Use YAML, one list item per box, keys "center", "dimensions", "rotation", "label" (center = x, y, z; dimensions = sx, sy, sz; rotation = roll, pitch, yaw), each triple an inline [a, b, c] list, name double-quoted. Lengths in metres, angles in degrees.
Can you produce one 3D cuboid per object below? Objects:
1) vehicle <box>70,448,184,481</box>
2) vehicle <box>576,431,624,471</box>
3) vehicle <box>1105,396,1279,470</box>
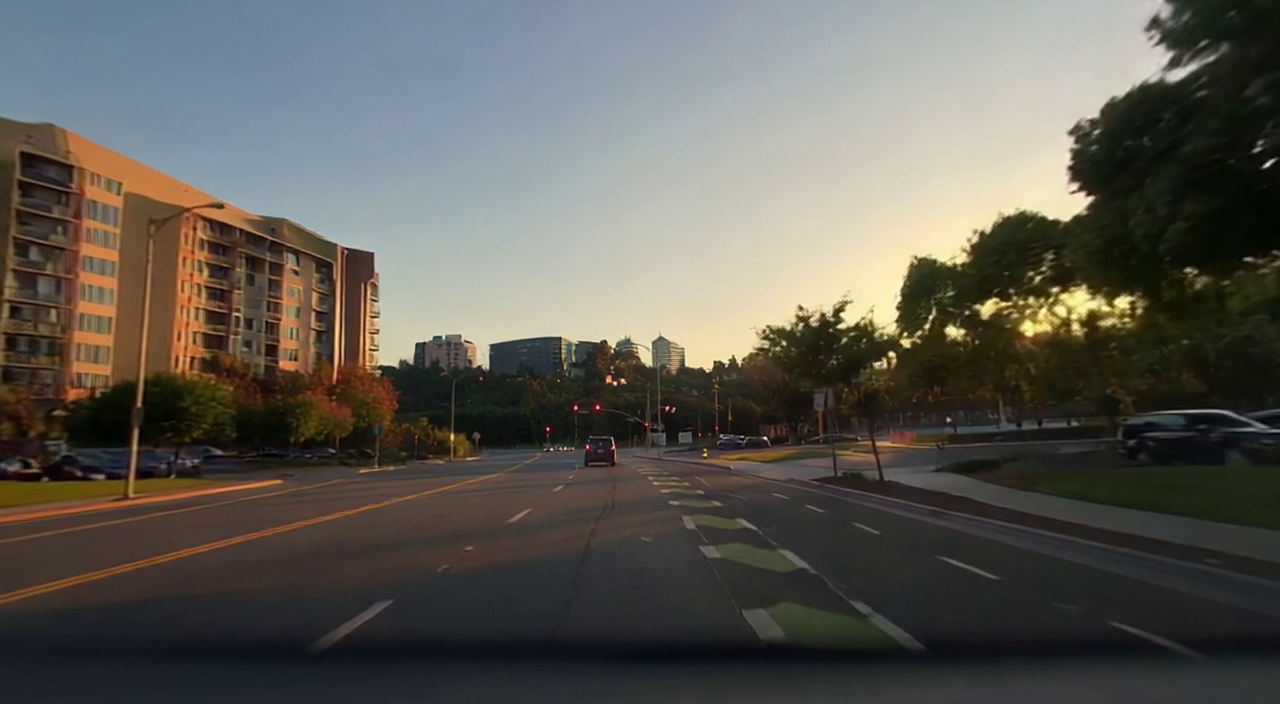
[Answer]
- center: [-26.260, 5.755, 32.611]
  dimensions: [1.876, 1.503, 4.910]
  rotation: [0, -8, -1]
  label: "vehicle"
- center: [-2.017, 4.952, 31.859]
  dimensions: [2.230, 1.827, 4.298]
  rotation: [0, -8, -4]
  label: "vehicle"
- center: [14.534, 2.119, 16.436]
  dimensions: [1.858, 1.681, 3.860]
  rotation: [0, -8, 0]
  label: "vehicle"
